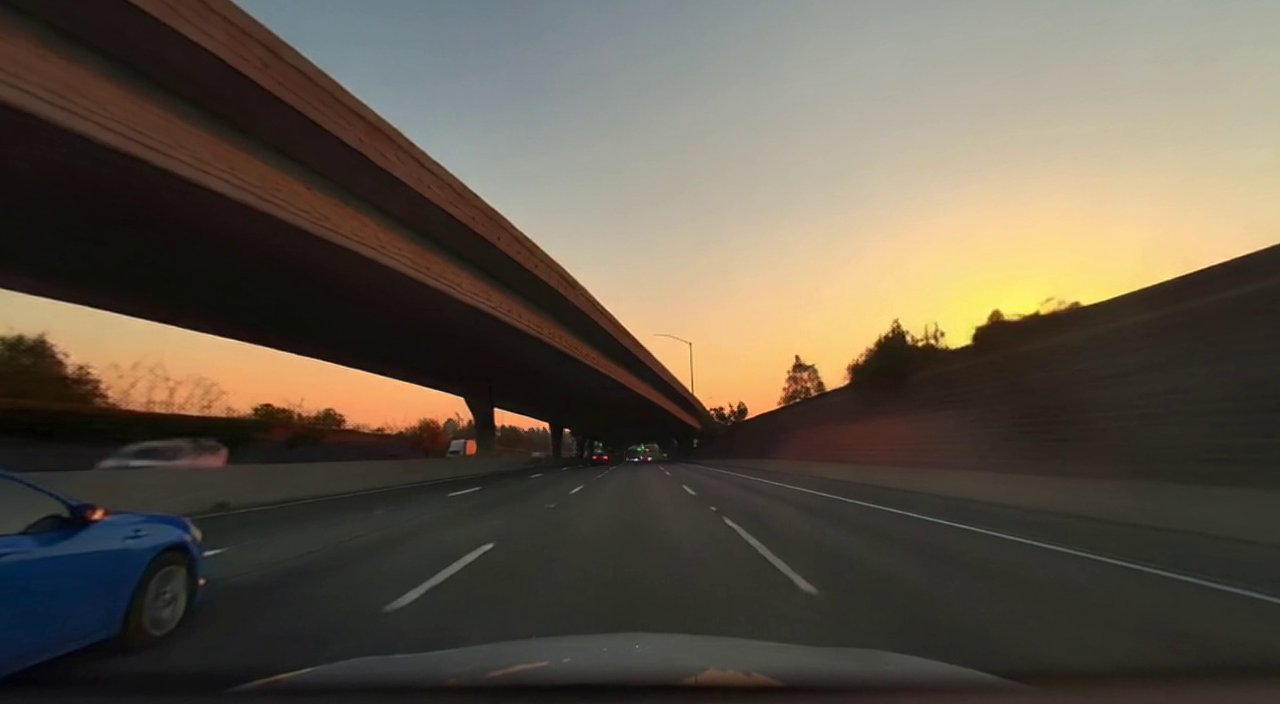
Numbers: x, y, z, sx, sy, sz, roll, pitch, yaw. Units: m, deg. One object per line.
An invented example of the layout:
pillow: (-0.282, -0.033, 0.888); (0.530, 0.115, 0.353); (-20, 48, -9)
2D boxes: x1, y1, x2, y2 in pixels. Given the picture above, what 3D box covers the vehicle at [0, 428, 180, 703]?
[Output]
vehicle: (-3.902, 0.965, 2.020); (1.935, 1.479, 3.787); (0, -9, 1)
